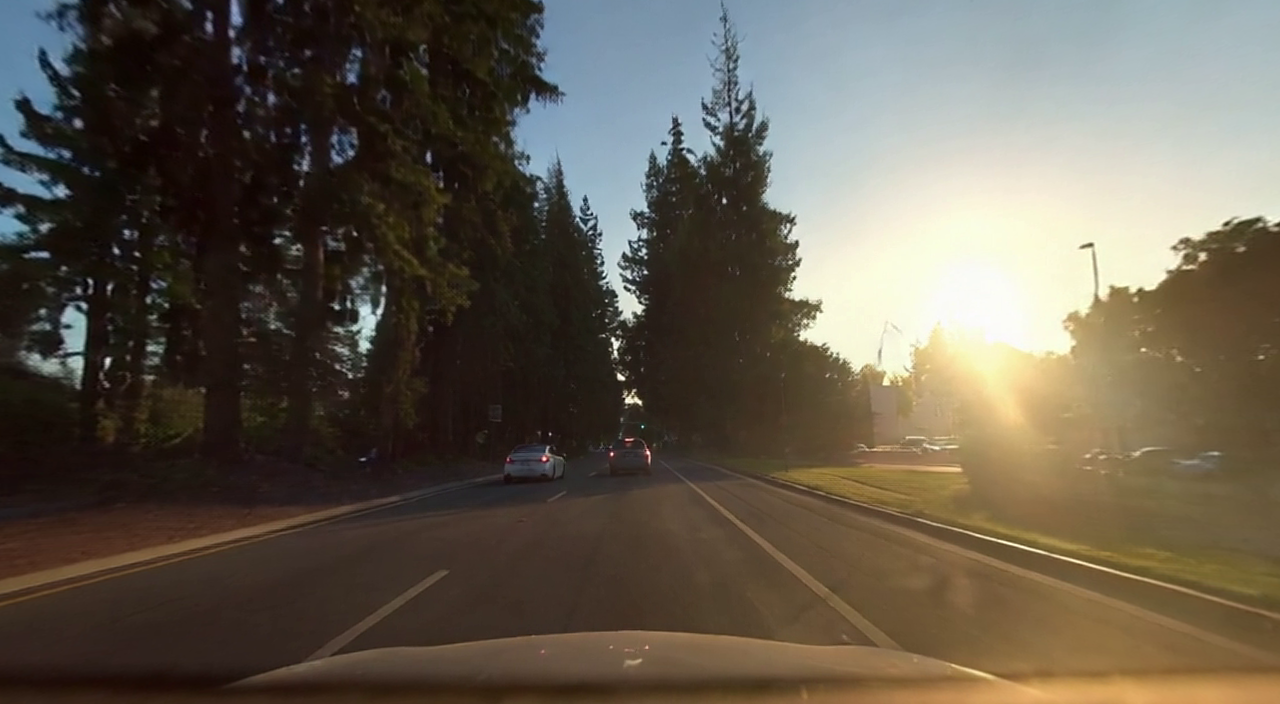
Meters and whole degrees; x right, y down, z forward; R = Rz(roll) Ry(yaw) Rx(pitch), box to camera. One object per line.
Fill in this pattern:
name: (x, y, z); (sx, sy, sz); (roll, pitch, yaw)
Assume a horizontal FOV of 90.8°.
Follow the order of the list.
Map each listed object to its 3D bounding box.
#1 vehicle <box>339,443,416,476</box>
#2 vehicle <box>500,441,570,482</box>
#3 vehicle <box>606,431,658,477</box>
vehicle: (-16.394, 6.706, 39.904); (2.306, 1.890, 5.822); (0, -8, 0)
vehicle: (-3.965, 4.179, 24.462); (1.917, 1.448, 4.178); (0, -8, 1)
vehicle: (-0.343, 4.261, 26.553); (2.018, 1.769, 3.897); (0, -8, -1)
